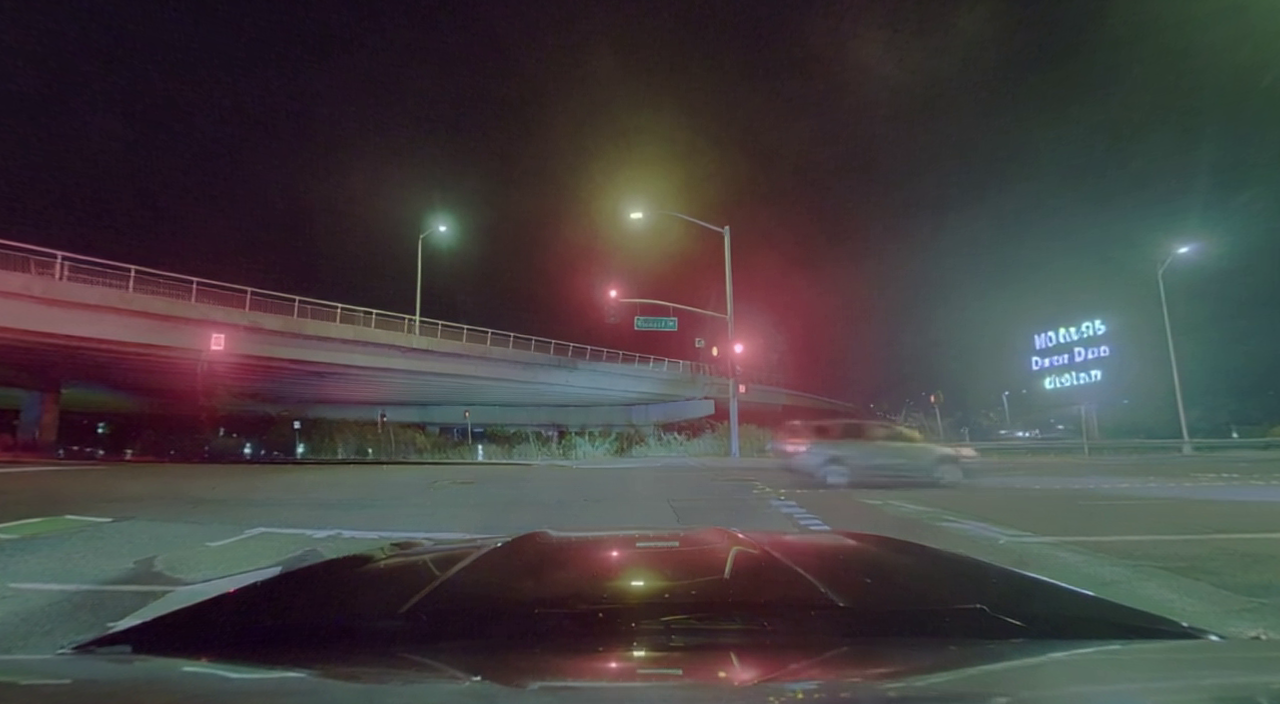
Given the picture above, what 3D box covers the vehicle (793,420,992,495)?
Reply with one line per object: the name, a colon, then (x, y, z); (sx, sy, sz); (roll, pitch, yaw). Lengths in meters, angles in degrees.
vehicle: (5.846, 2.478, 14.983); (3.897, 1.637, 1.832); (0, -9, -3)
